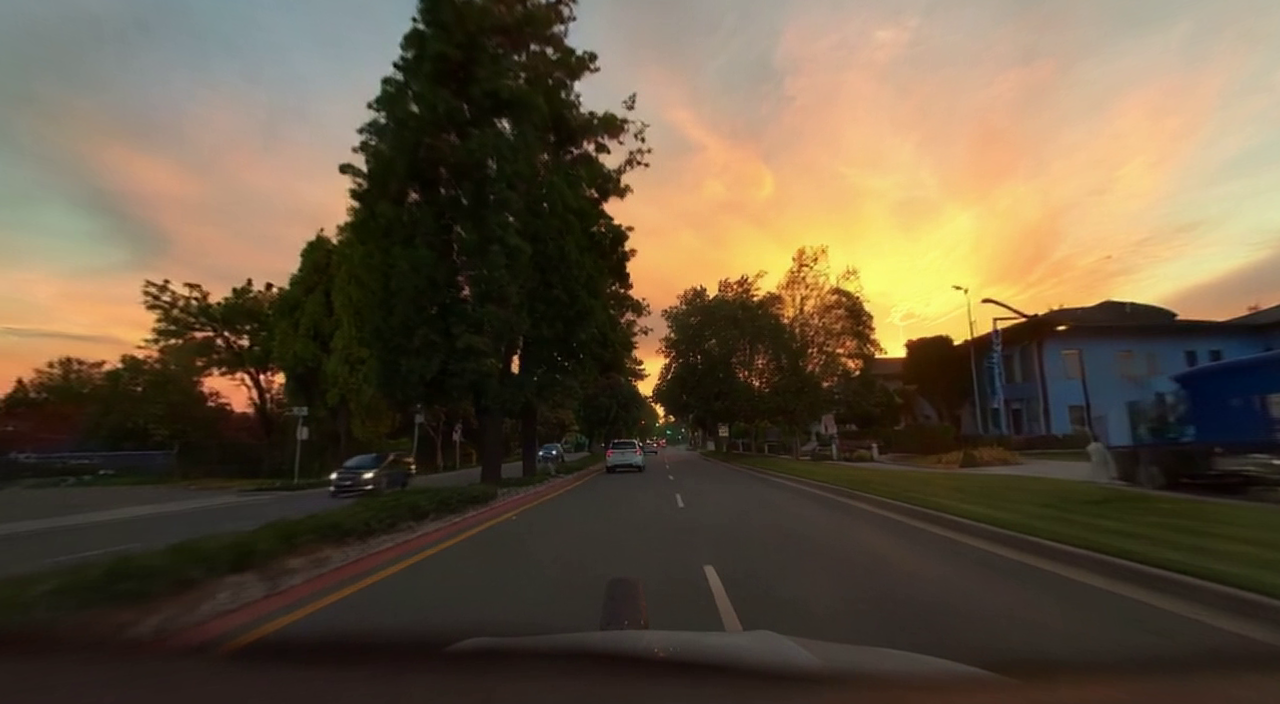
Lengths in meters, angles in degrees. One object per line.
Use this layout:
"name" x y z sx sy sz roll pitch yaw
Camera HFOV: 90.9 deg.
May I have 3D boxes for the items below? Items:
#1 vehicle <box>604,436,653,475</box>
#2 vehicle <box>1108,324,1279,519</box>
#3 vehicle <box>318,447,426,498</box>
"vehicle" -0.464 4.905 30.063 2.129 1.713 4.314 0 -8 2
"vehicle" 13.622 1.145 11.053 2.794 3.710 10.785 -3 -8 2
"vehicle" -9.420 4.220 22.564 1.908 1.616 3.988 0 -8 3
